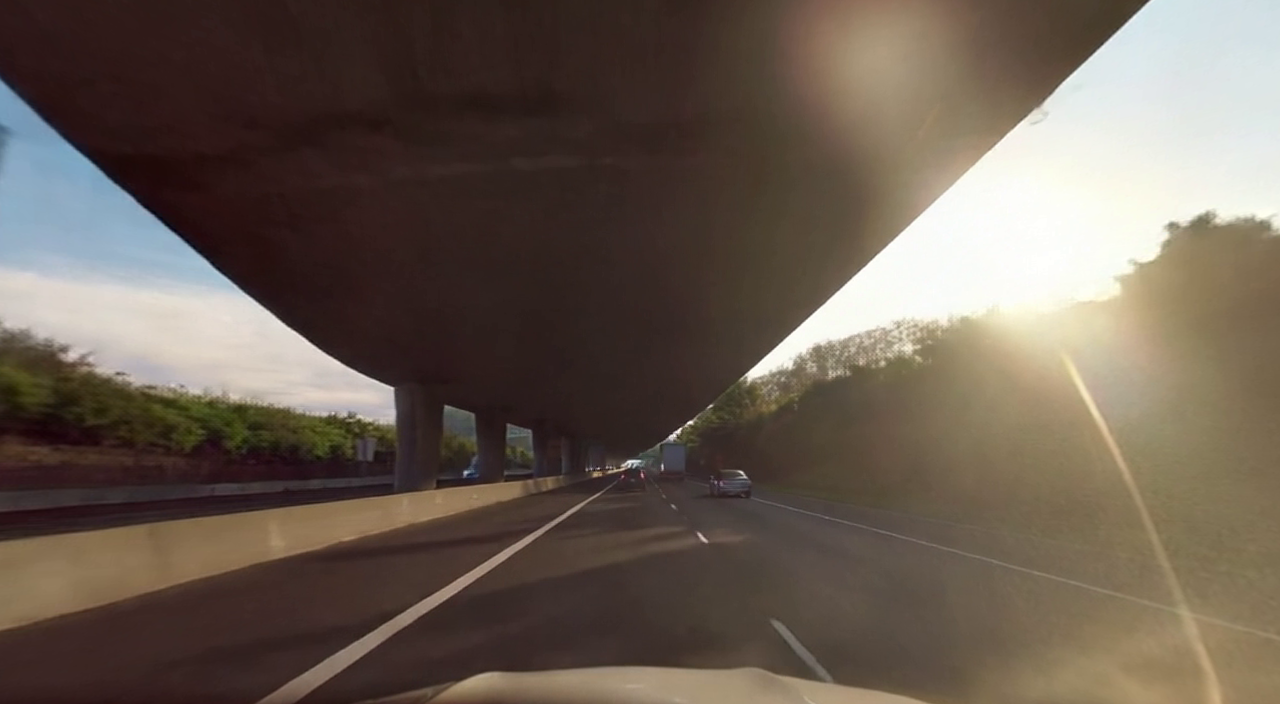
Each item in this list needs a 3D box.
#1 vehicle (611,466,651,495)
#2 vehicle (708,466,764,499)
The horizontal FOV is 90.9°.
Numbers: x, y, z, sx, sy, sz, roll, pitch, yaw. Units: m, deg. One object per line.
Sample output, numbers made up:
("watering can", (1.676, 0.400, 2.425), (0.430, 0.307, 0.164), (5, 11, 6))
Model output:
("vehicle", (-0.455, 6.898, 34.061), (2.010, 1.436, 3.973), (1, -10, 0))
("vehicle", (4.662, 6.413, 31.217), (1.897, 1.476, 4.334), (1, -10, -2))
